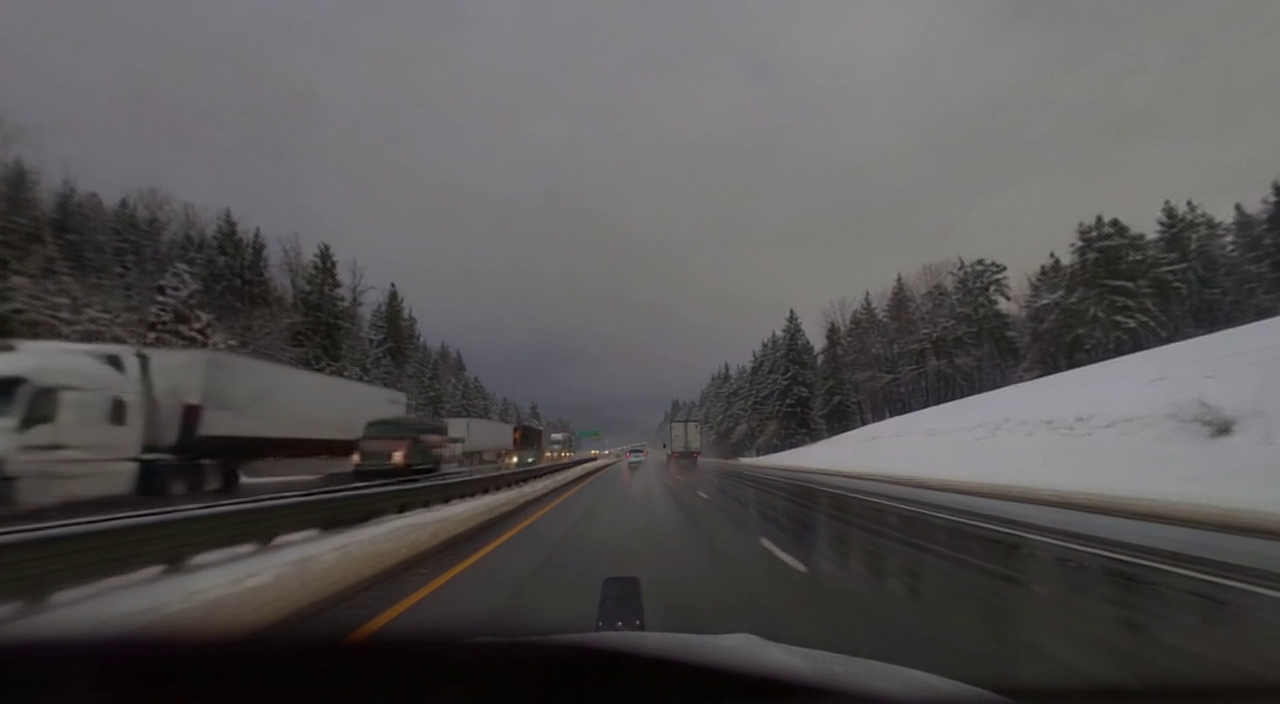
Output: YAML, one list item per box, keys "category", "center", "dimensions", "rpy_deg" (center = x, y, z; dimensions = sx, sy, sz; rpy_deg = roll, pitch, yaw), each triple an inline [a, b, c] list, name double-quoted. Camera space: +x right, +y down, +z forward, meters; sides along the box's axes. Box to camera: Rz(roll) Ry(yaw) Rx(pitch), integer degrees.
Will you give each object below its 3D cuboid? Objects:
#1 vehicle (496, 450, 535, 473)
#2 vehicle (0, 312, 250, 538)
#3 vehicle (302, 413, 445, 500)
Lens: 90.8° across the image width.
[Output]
- category: "vehicle"
  center: [-8.715, 7.718, 44.484]
  dimensions: [1.844, 1.467, 3.930]
  rpy_deg: [1, -10, 1]
- category: "vehicle"
  center: [-12.427, 1.723, 14.317]
  dimensions: [2.951, 3.988, 6.237]
  rpy_deg: [0, -9, 0]
- category: "vehicle"
  center: [-8.517, 3.422, 20.921]
  dimensions: [2.344, 2.503, 5.344]
  rpy_deg: [0, -9, 0]
